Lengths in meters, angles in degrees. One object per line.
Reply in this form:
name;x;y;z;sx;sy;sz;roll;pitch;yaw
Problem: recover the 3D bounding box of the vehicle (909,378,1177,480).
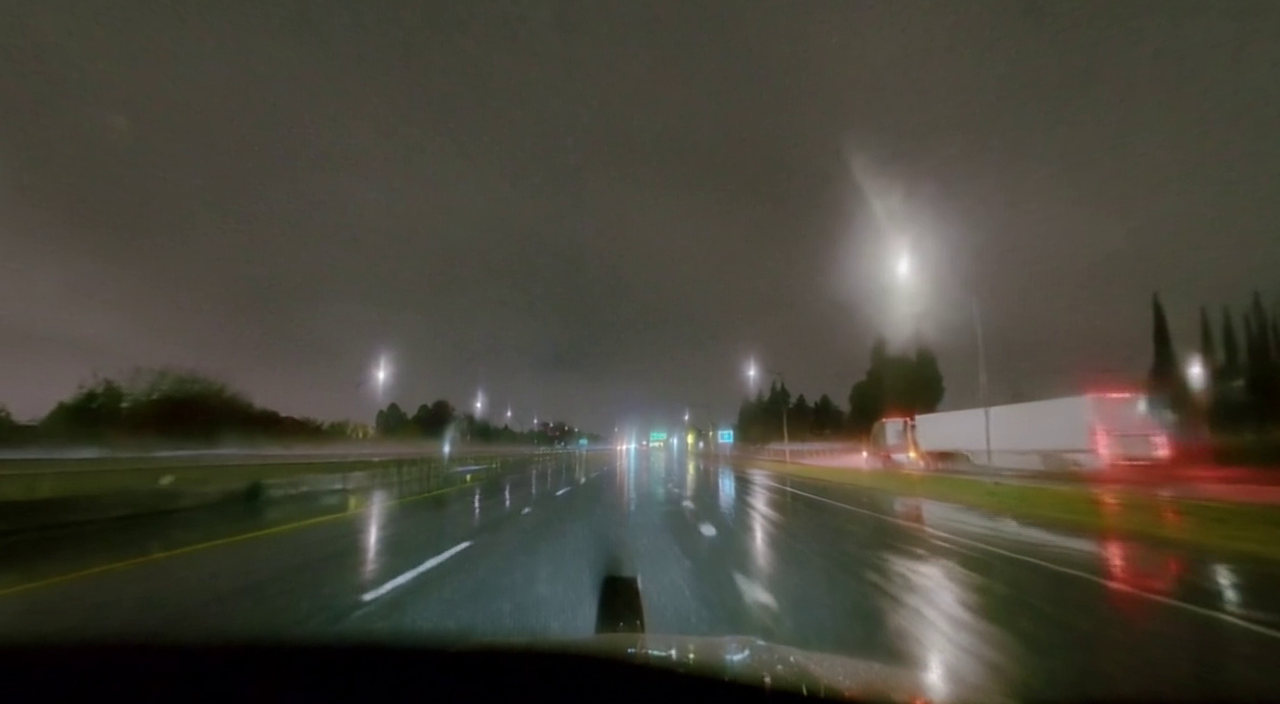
vehicle;20.105;4.403;34.044;2.939;4.193;15.754;1;-9;-5
